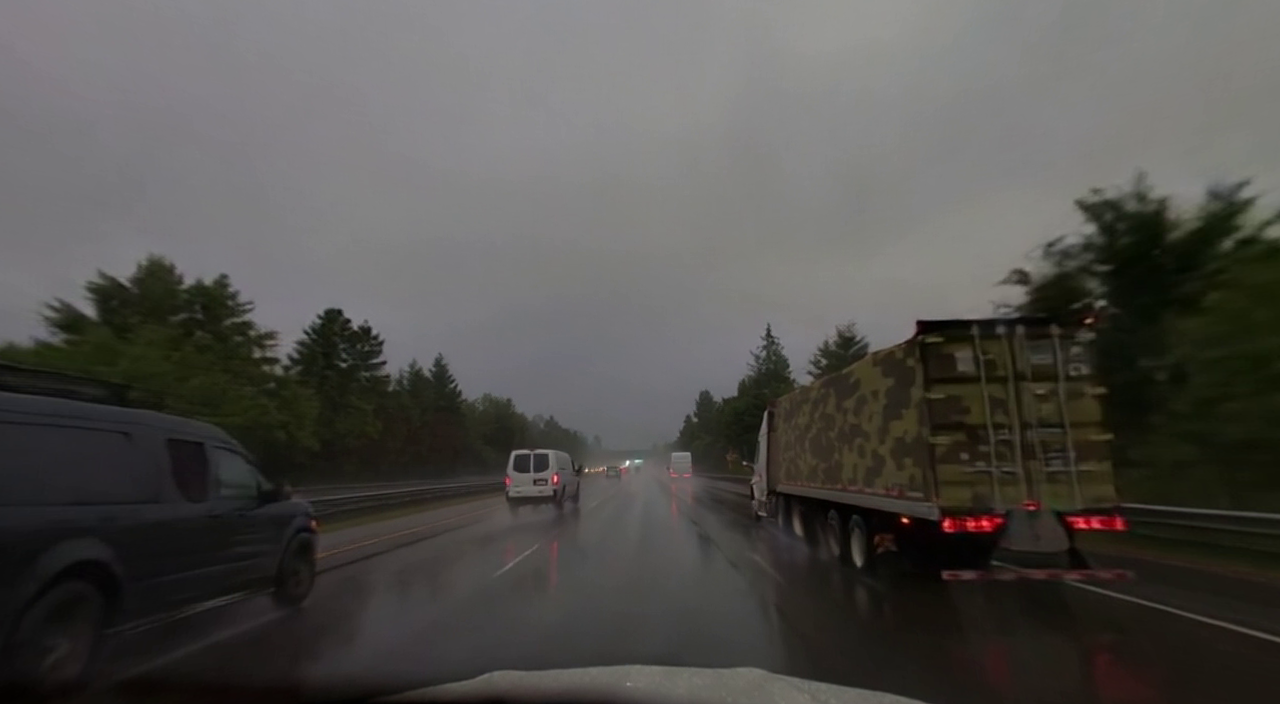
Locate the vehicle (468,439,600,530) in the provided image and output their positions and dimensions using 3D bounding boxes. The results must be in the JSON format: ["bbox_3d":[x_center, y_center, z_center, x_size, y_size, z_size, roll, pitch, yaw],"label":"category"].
[{"bbox_3d":[-2.464,3.346,16.268,2.378,1.930,5.086,0,-11,2],"label":"vehicle"}]

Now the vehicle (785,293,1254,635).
[{"bbox_3d":[3.867,1.394,8.133,2.703,2.988,5.097,1,-11,0],"label":"vehicle"}]

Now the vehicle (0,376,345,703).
[{"bbox_3d":[-3.762,1.099,3.503,2.124,1.671,4.262,1,-11,0],"label":"vehicle"}]
